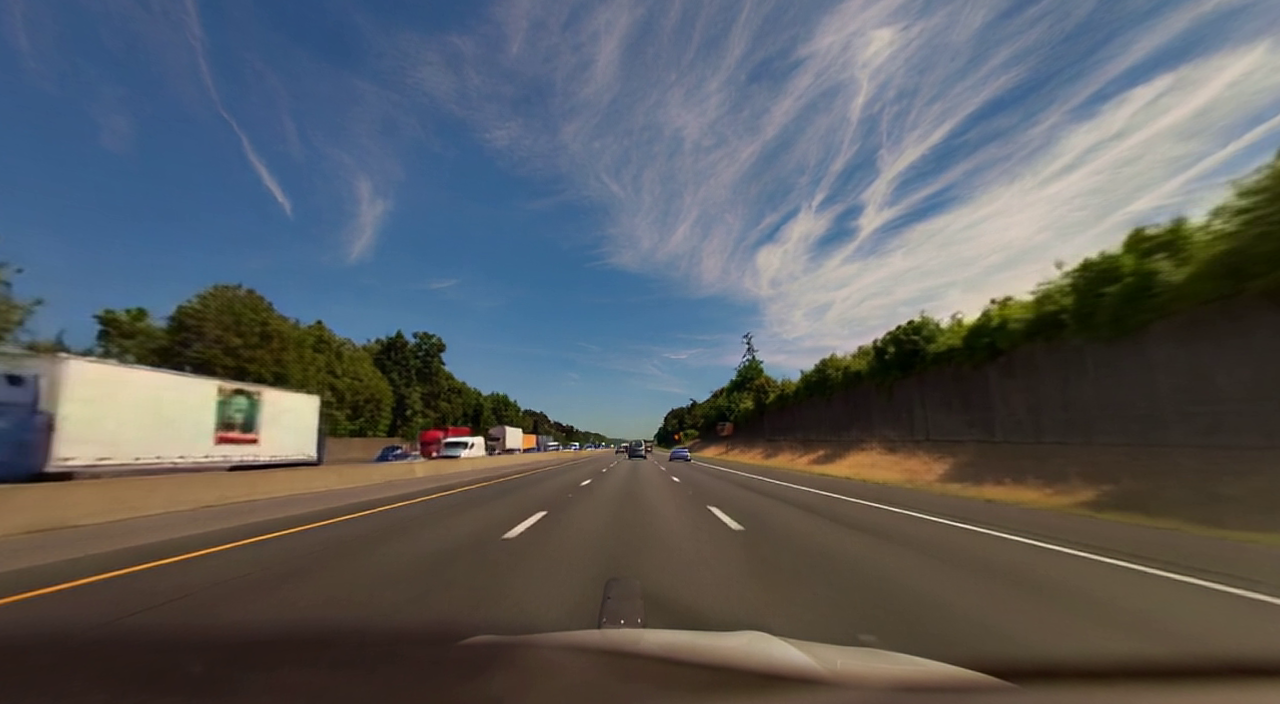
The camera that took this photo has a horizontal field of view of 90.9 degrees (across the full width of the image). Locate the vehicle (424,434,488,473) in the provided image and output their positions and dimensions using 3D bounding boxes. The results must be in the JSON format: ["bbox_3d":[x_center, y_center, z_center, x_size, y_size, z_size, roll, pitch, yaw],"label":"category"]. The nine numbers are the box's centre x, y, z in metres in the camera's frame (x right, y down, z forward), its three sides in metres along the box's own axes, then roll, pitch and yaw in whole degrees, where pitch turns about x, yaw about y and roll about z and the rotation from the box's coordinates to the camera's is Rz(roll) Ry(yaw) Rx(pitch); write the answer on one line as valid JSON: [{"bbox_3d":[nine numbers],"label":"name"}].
[{"bbox_3d":[-11.615,6.459,40.242,2.341,2.308,5.443,0,-9,1],"label":"vehicle"}]

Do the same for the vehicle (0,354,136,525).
[{"bbox_3d":[-16.598,2.181,15.607,2.996,3.982,5.952,0,-9,1],"label":"vehicle"}]

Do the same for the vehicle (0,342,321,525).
[{"bbox_3d":[-16.544,3.021,22.215,2.959,4.369,14.440,0,-9,0],"label":"vehicle"}]

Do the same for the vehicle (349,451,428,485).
[{"bbox_3d":[-11.547,5.331,29.275,1.945,1.439,4.329,0,-9,0],"label":"vehicle"}]
